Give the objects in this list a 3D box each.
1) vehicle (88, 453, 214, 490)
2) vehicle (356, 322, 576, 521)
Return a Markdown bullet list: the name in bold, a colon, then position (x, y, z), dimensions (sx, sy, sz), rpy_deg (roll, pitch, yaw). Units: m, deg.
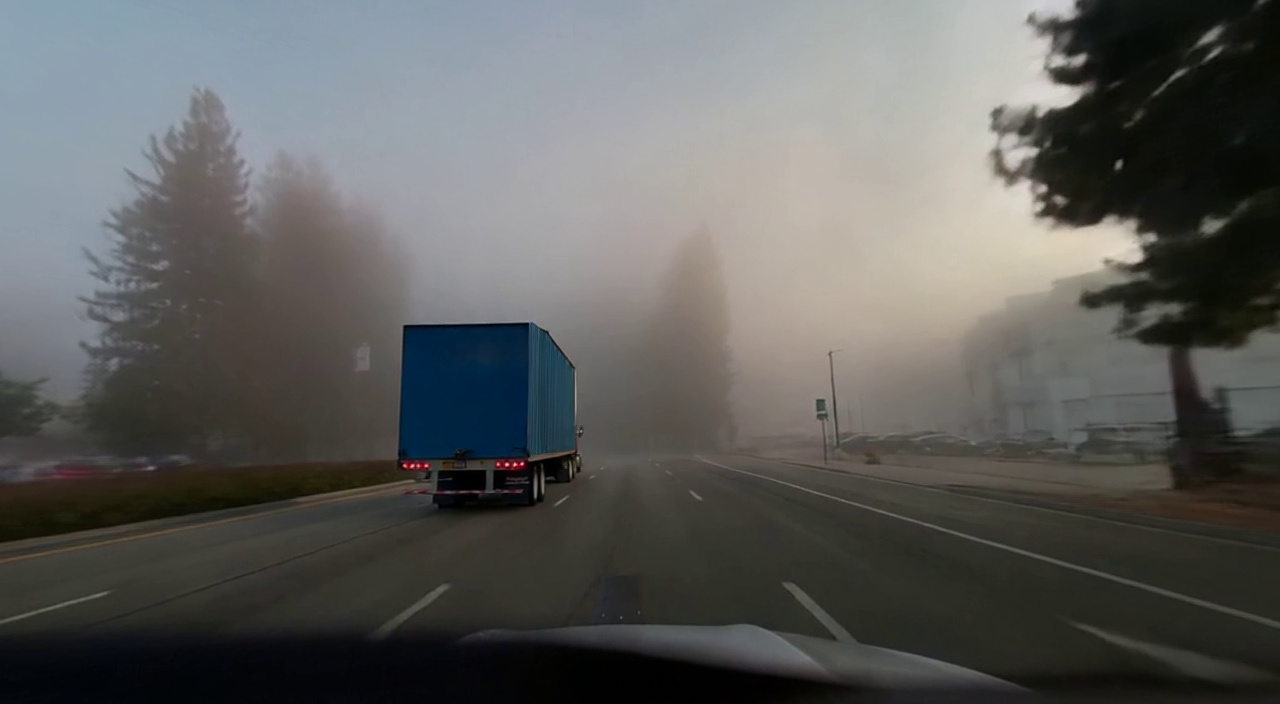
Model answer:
- **vehicle**: position (-22.217, 5.408, 29.011), dimensions (2.022, 1.493, 4.767), rpy_deg (0, -8, 0)
- **vehicle**: position (-3.418, 1.778, 15.167), dimensions (2.910, 3.419, 8.376), rpy_deg (0, -8, 0)
